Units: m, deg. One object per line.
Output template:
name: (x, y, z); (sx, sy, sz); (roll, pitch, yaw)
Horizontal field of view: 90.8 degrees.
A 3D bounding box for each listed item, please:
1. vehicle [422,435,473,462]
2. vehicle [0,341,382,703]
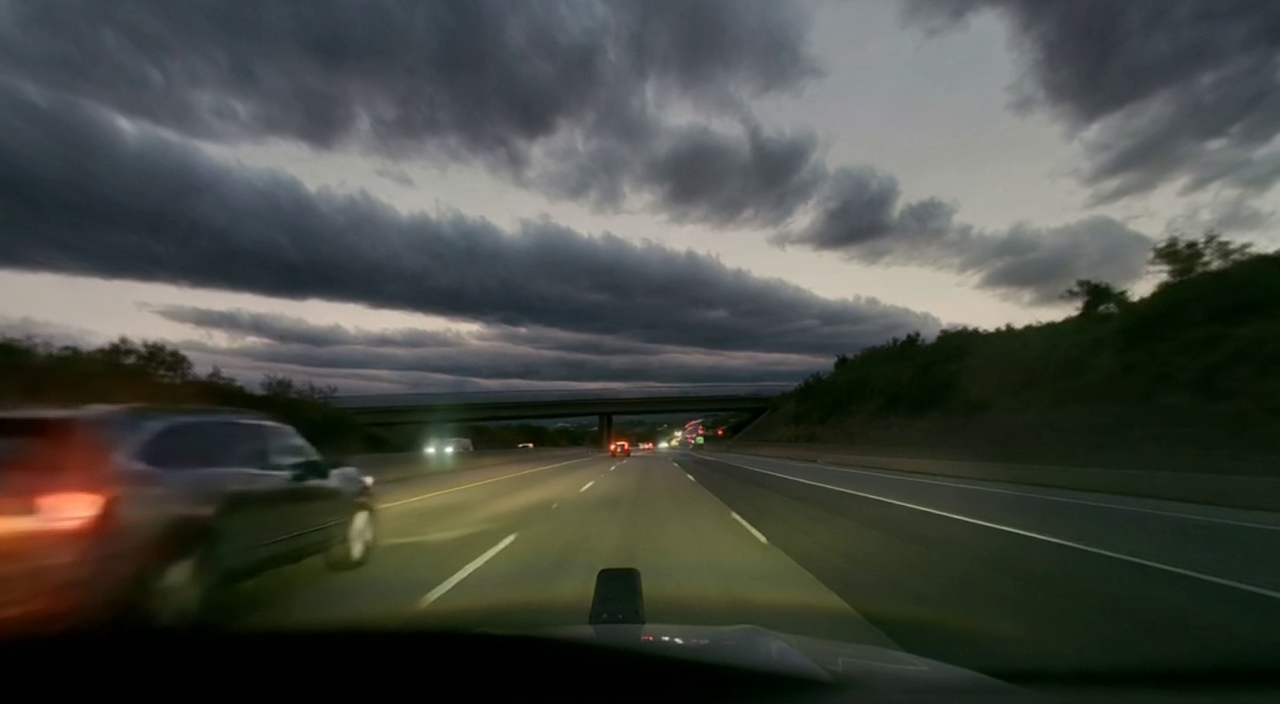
vehicle: (-14.240, 7.200, 46.978); (2.078, 1.841, 5.188); (0, -9, 2)
vehicle: (-3.674, 1.023, 3.845); (2.181, 1.730, 4.517); (0, -9, 1)
